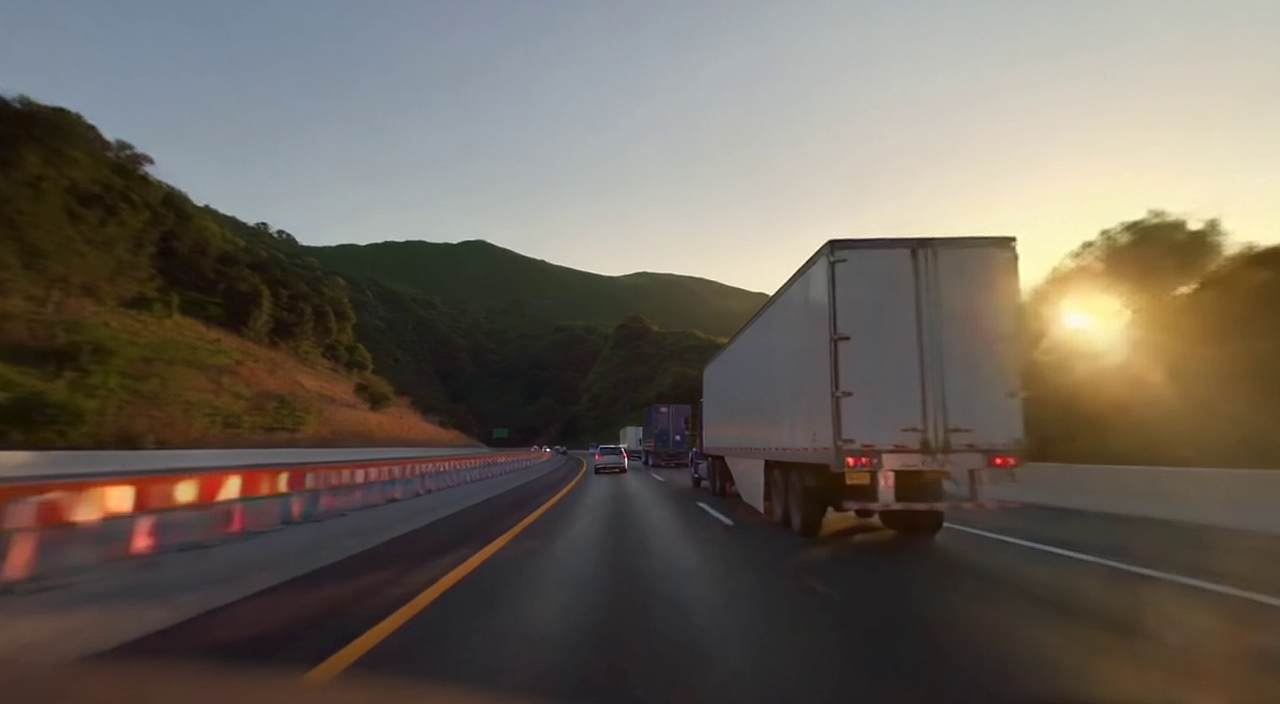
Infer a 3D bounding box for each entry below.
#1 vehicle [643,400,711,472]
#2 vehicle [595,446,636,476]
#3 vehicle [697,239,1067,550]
[{"bbox_3d":[2.110,5.872,42.885,2.826,4.050,13.845,1,-9,-4],"label":"vehicle"},{"bbox_3d":[-1.287,5.610,32.544,2.029,1.437,3.794,0,-9,-3],"label":"vehicle"},{"bbox_3d":[3.780,1.617,15.571,2.911,4.099,14.578,0,-9,-2],"label":"vehicle"}]
